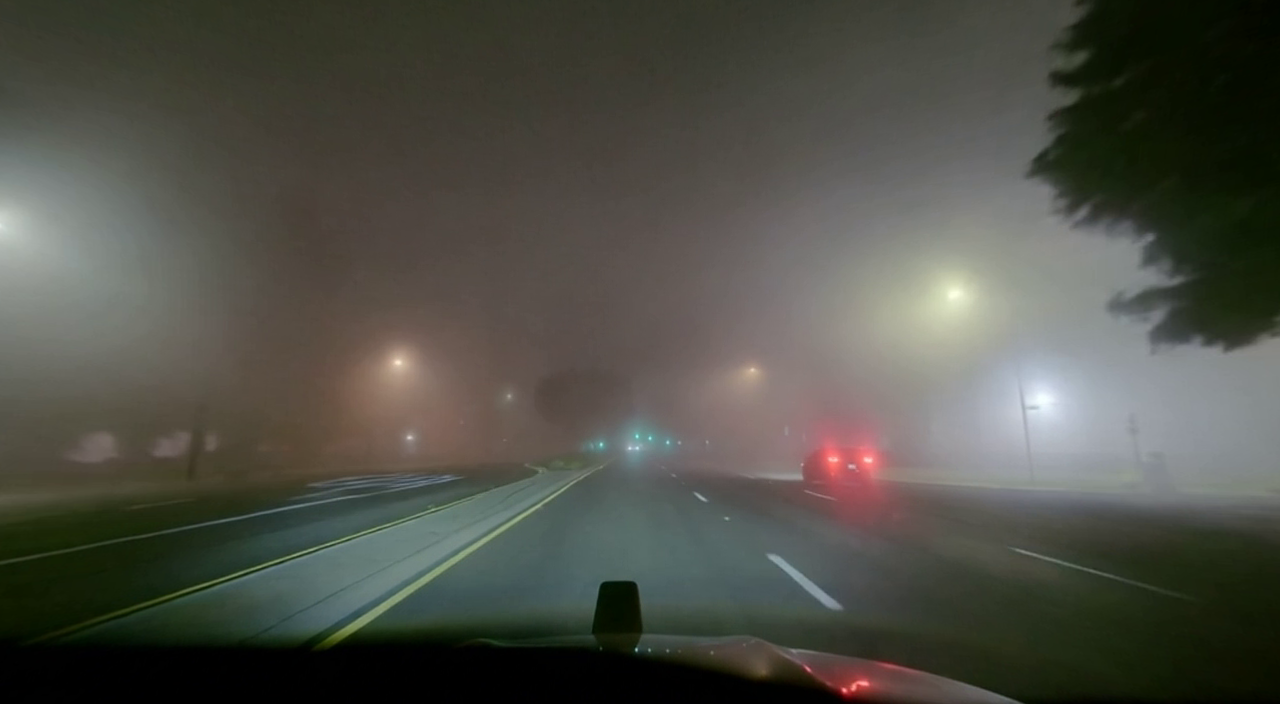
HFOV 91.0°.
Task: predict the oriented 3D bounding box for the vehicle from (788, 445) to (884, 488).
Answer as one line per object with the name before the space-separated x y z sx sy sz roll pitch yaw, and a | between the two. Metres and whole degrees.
vehicle | 7.109 4.190 23.426 2.054 1.421 4.487 0 -8 -1
